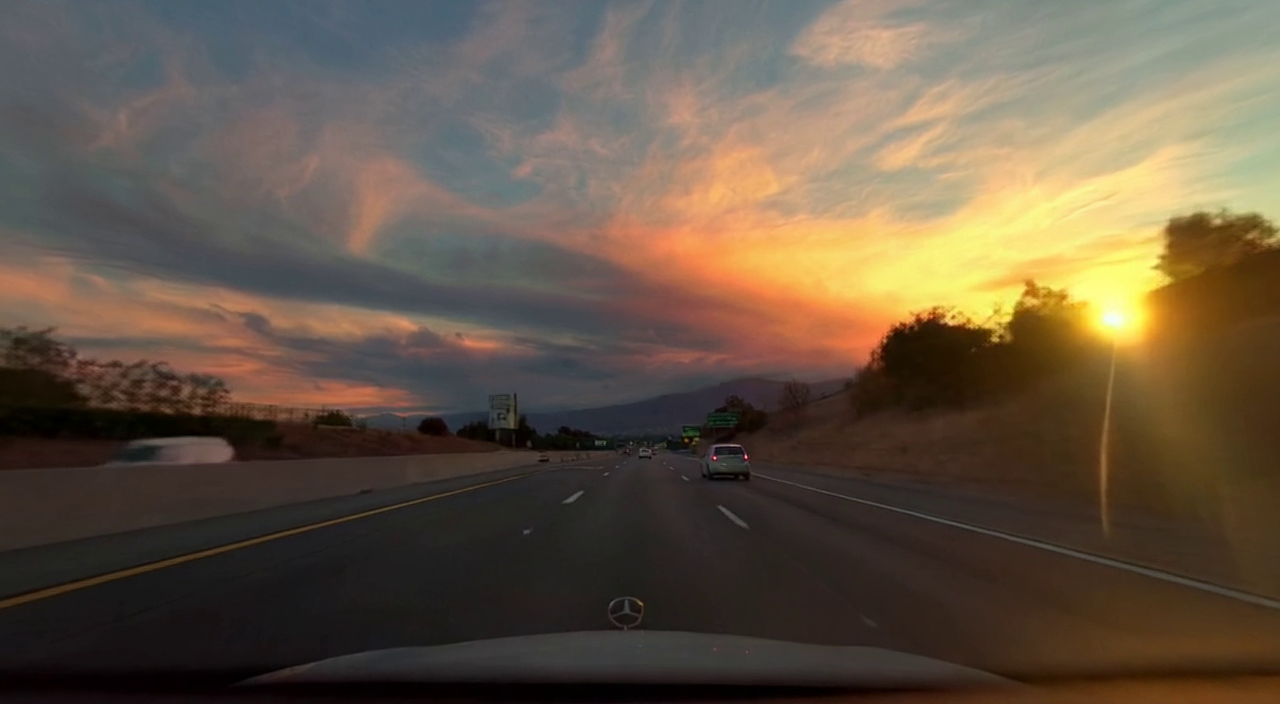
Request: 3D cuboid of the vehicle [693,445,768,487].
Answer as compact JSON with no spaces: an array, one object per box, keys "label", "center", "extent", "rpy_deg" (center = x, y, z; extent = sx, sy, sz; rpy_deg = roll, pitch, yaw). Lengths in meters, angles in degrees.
[{"label":"vehicle","center":[3.401,4.385,24.635],"extent":[2.193,1.462,4.533],"rpy_deg":[0,-8,-1]}]
